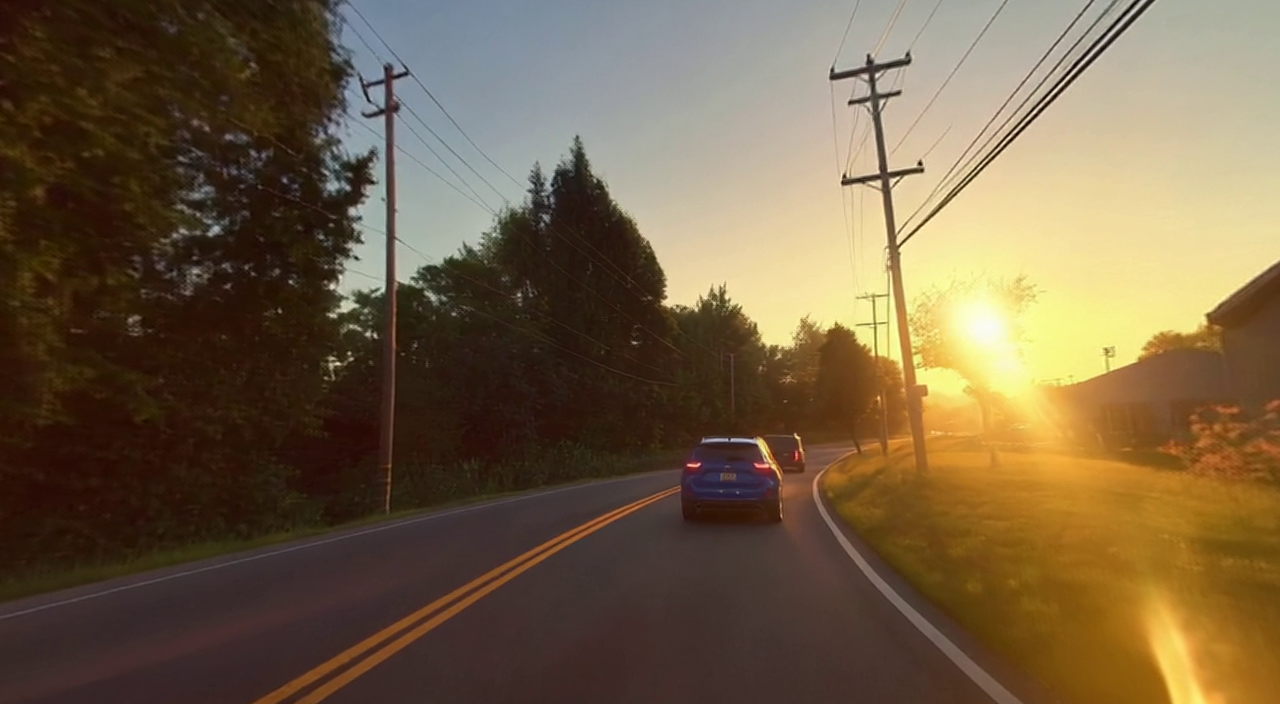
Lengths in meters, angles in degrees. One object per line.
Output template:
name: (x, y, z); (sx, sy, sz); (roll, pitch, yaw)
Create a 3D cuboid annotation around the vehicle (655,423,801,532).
vehicle: (1.774, 2.179, 11.554); (2.157, 1.565, 4.243); (-2, -9, 13)
